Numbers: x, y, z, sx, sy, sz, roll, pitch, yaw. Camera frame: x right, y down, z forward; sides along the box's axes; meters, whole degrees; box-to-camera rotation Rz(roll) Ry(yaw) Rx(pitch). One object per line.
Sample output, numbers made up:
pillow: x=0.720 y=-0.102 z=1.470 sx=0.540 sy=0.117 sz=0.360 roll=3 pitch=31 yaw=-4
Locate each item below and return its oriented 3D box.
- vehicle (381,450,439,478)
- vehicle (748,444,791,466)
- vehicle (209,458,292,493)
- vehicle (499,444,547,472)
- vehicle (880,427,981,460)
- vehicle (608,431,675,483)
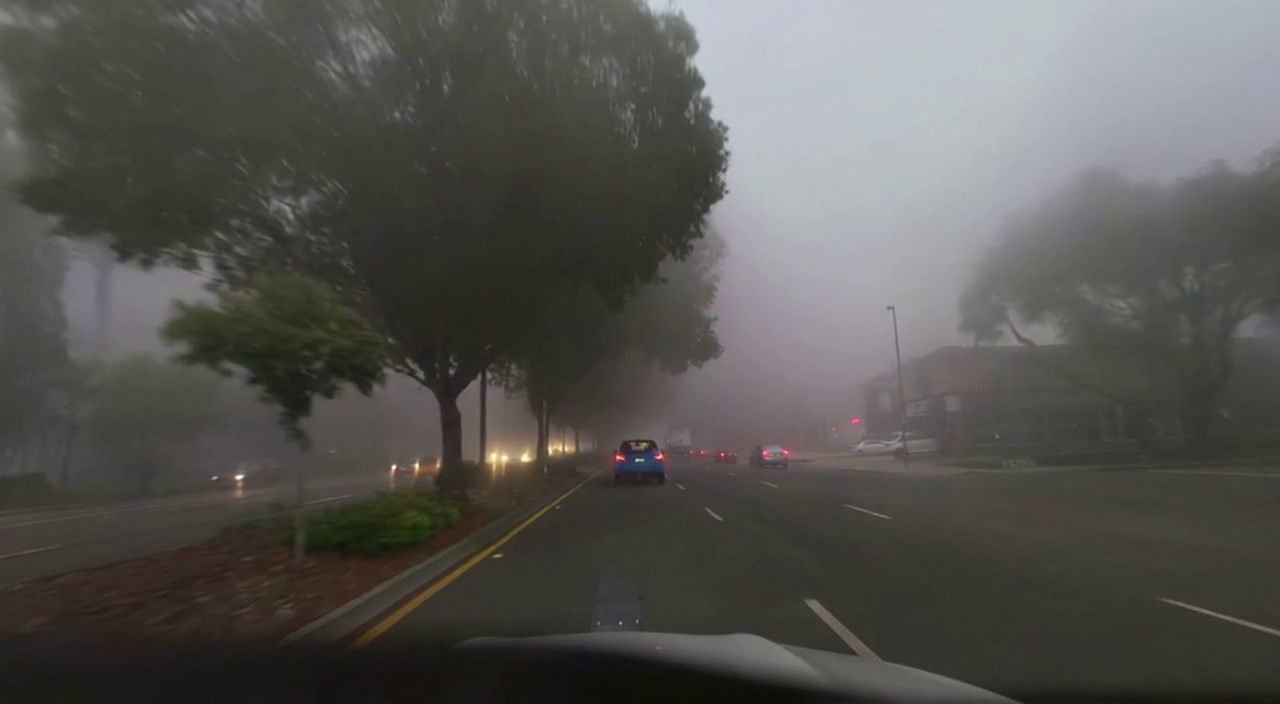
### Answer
vehicle: x=-13.858 y=6.751 z=38.347 sx=1.936 sy=1.479 sz=4.510 roll=0 pitch=-8 yaw=-1
vehicle: x=9.090 y=7.284 z=44.786 sx=2.045 sy=1.484 sz=4.342 roll=0 pitch=-8 yaw=-1
vehicle: x=-19.999 y=6.335 z=32.648 sx=1.811 sy=1.555 sz=3.815 roll=0 pitch=-8 yaw=0
vehicle: x=-7.411 y=6.736 z=40.425 sx=2.078 sy=1.694 sz=4.611 roll=0 pitch=-8 yaw=2
vehicle: x=19.644 y=6.215 z=42.992 sx=5.677 sy=2.171 sz=2.393 roll=0 pitch=-8 yaw=4
vehicle: x=0.015 y=3.883 z=23.624 sx=2.266 sy=1.762 sz=4.131 roll=0 pitch=-8 yaw=-1
